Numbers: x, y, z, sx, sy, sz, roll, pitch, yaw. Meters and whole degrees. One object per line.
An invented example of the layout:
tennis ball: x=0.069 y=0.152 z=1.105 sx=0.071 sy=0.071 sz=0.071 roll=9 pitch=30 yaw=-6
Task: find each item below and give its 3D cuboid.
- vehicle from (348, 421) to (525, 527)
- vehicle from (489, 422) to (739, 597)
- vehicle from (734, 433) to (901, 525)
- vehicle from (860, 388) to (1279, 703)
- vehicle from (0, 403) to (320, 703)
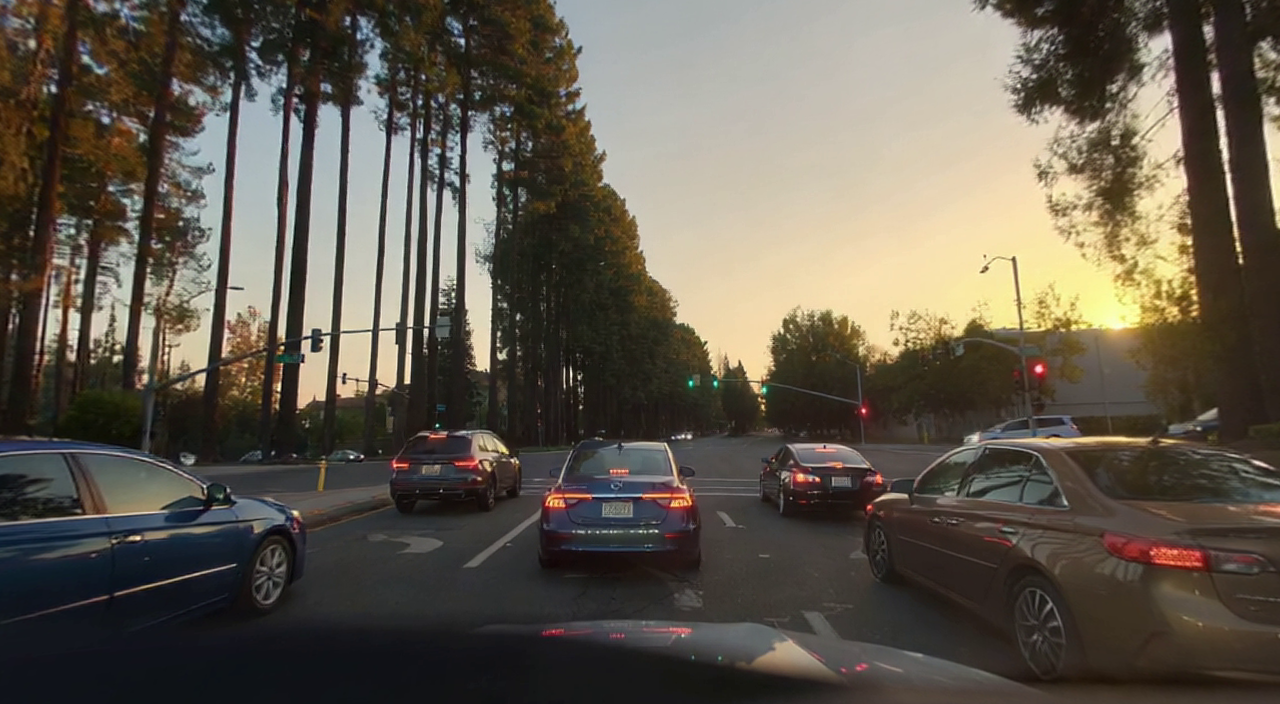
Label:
vehicle: x=-3.729 y=2.312 z=12.492 sx=1.961 sy=1.714 sz=4.268 roll=0 pitch=-8 yaw=2
vehicle: x=-0.257 y=1.641 z=7.404 sx=2.147 sy=1.479 sz=3.803 roll=0 pitch=-8 yaw=-1
vehicle: x=3.180 y=2.334 z=12.330 sx=1.975 sy=1.460 sz=4.357 roll=0 pitch=-8 yaw=0
vehicle: x=3.134 y=1.149 z=4.058 sx=1.903 sy=1.480 sz=4.270 roll=0 pitch=-8 yaw=0
vehicle: x=-3.639 y=1.020 z=3.003 sx=1.935 sy=1.482 sz=4.433 roll=0 pitch=-8 yaw=-1
